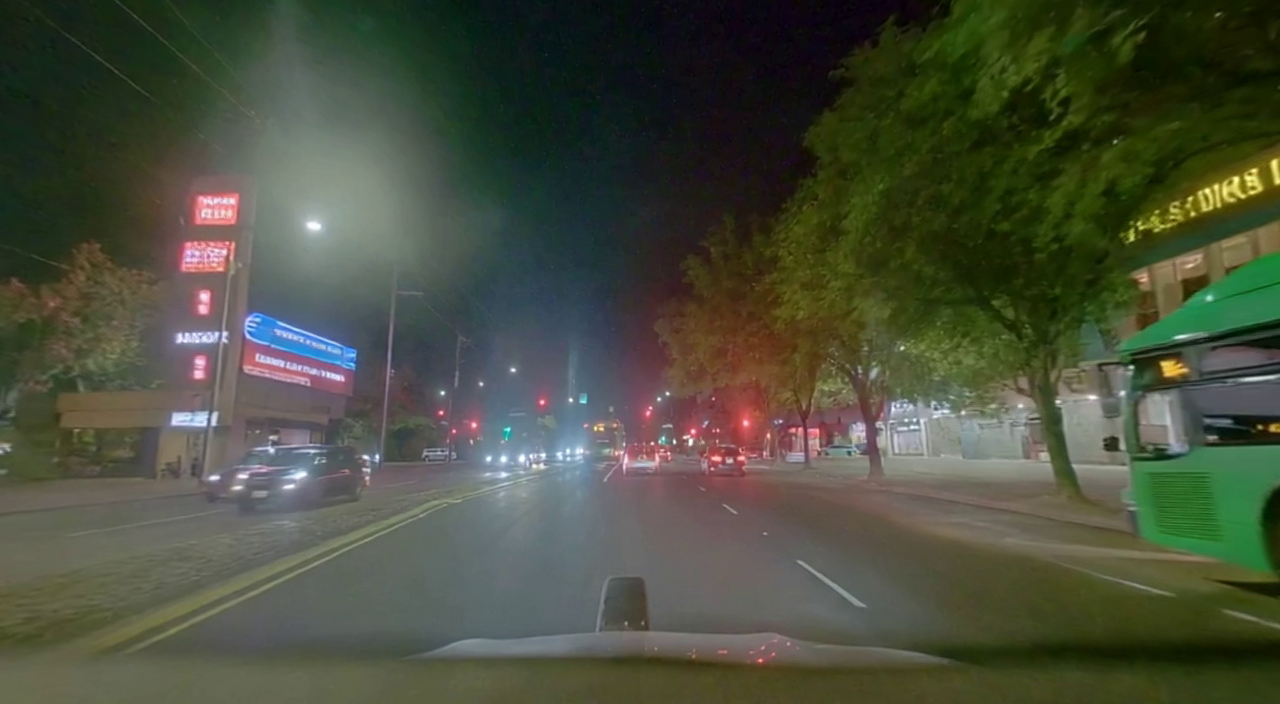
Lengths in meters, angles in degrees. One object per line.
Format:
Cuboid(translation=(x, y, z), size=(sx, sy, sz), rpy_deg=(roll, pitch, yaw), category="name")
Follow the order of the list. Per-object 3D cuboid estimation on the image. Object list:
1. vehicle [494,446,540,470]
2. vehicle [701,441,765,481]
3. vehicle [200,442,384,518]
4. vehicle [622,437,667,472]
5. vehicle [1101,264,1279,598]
Cuboid(translation=(-8.168, 7.106, 42.333), size=(2.228, 1.476, 4.162), rpy_deg=(0, -8, 0), category="vehicle")
Cuboid(translation=(3.821, 4.543, 26.511), size=(2.046, 1.540, 3.883), rpy_deg=(0, -8, -1), category="vehicle")
Cuboid(translation=(-8.166, 2.991, 15.368), size=(2.010, 1.567, 4.250), rpy_deg=(0, -8, 1), category="vehicle")
Cuboid(translation=(0.209, 5.631, 34.859), size=(2.301, 1.837, 4.411), rpy_deg=(0, -8, 0), category="vehicle")
Cuboid(translation=(7.665, 0.403, 3.592), size=(2.998, 3.172, 9.225), rpy_deg=(0, -8, 0), category="vehicle")
